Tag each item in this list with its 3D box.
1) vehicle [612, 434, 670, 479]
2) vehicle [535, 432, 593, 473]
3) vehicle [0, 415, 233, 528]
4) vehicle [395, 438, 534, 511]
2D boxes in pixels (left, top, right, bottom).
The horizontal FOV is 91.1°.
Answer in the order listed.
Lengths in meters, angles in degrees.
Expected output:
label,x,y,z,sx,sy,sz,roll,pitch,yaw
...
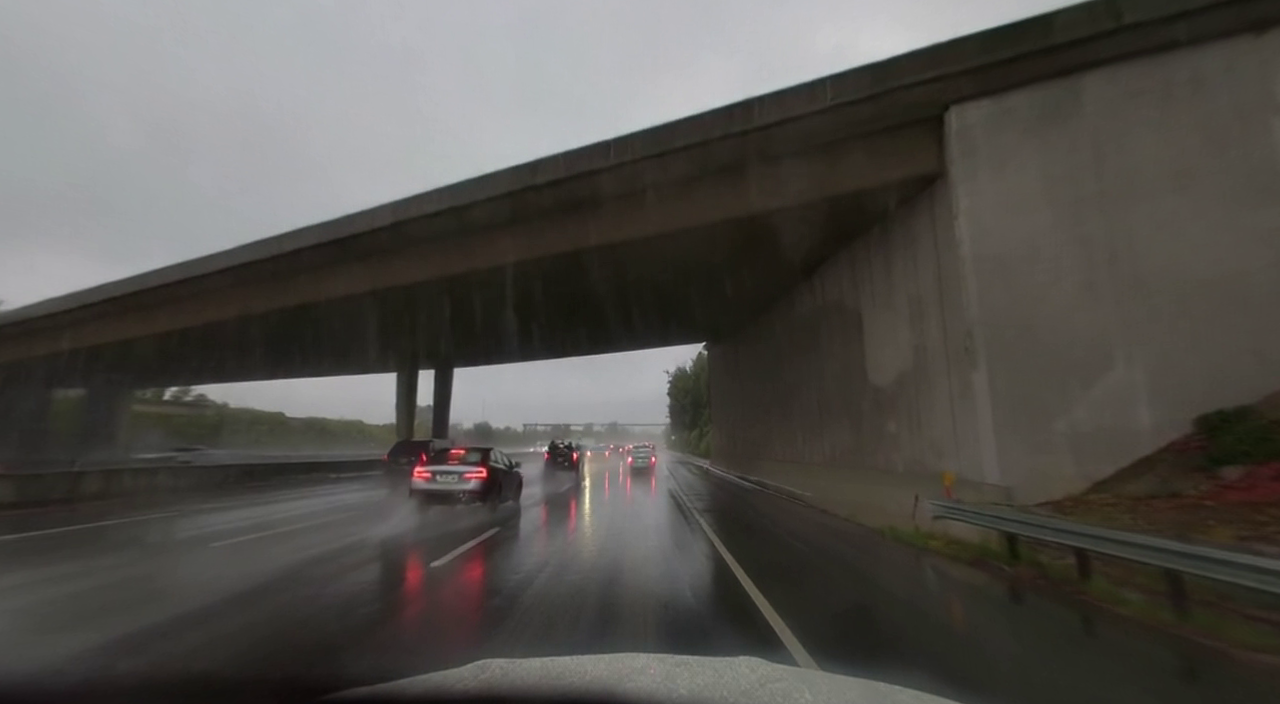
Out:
label,x,y,z,sx,sy,sz,roll,pitch,yaw
vehicle,0.044,4.224,25.725,2.160,1.678,4.178,0,-8,0
vehicle,-3.649,4.963,31.155,2.237,1.841,4.683,0,-8,1
vehicle,-11.027,2.306,12.735,2.119,1.816,5.019,0,-8,0
vehicle,-3.993,2.845,15.172,1.997,1.490,4.471,0,-8,1
